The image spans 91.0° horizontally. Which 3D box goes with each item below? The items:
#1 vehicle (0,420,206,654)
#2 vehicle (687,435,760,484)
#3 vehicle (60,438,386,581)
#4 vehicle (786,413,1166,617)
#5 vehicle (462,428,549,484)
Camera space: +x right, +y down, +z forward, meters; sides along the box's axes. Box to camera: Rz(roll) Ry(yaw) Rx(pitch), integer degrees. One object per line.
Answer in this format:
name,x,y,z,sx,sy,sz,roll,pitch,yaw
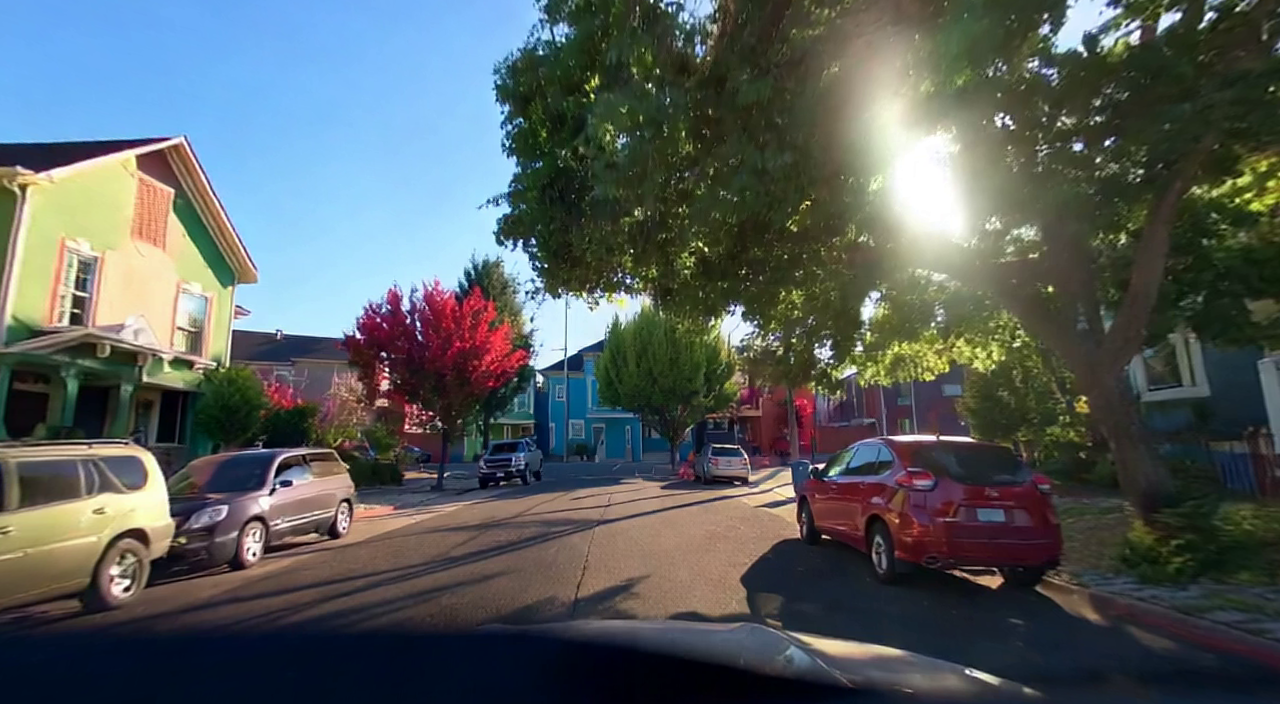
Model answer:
vehicle,-5.474,1.282,4.320,1.932,1.628,4.278,0,-9,-1
vehicle,3.345,4.449,26.267,2.109,1.811,4.886,1,-9,-3
vehicle,-5.500,2.080,9.173,1.849,1.560,4.227,0,-9,0
vehicle,3.434,1.741,7.693,2.070,1.728,4.358,1,-9,-3
vehicle,-5.568,4.440,27.098,2.480,2.084,6.353,0,-9,-2
